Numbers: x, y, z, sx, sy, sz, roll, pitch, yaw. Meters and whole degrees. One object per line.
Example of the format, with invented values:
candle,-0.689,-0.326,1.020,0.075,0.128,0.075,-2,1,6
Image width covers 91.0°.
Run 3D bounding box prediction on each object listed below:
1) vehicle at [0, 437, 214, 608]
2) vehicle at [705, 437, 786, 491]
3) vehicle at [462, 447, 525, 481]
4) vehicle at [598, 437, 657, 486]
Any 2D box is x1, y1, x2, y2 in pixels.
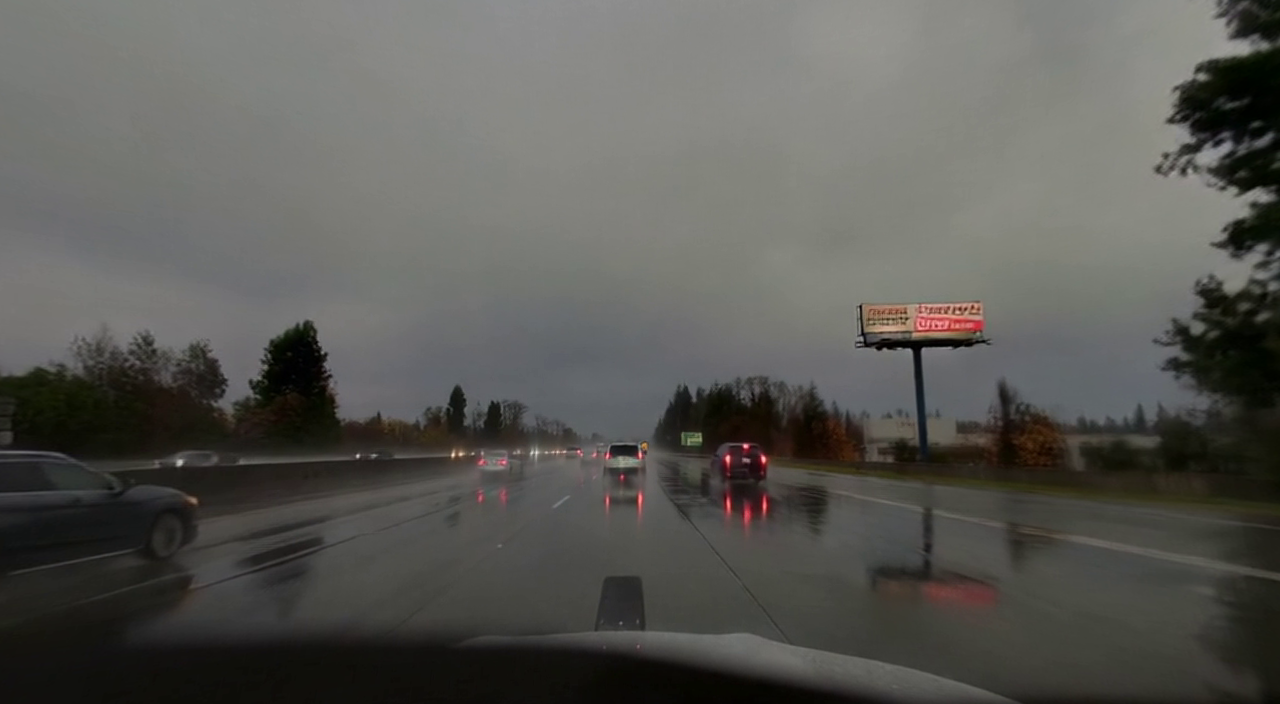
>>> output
vehicle,-6.662,1.578,5.981,1.918,1.509,4.736,0,-9,0
vehicle,3.583,3.889,22.226,1.925,1.716,4.378,0,-9,-2
vehicle,-7.054,5.408,30.736,1.892,1.468,4.792,0,-9,0
vehicle,-0.477,4.298,25.110,2.127,1.749,4.776,0,-9,0
